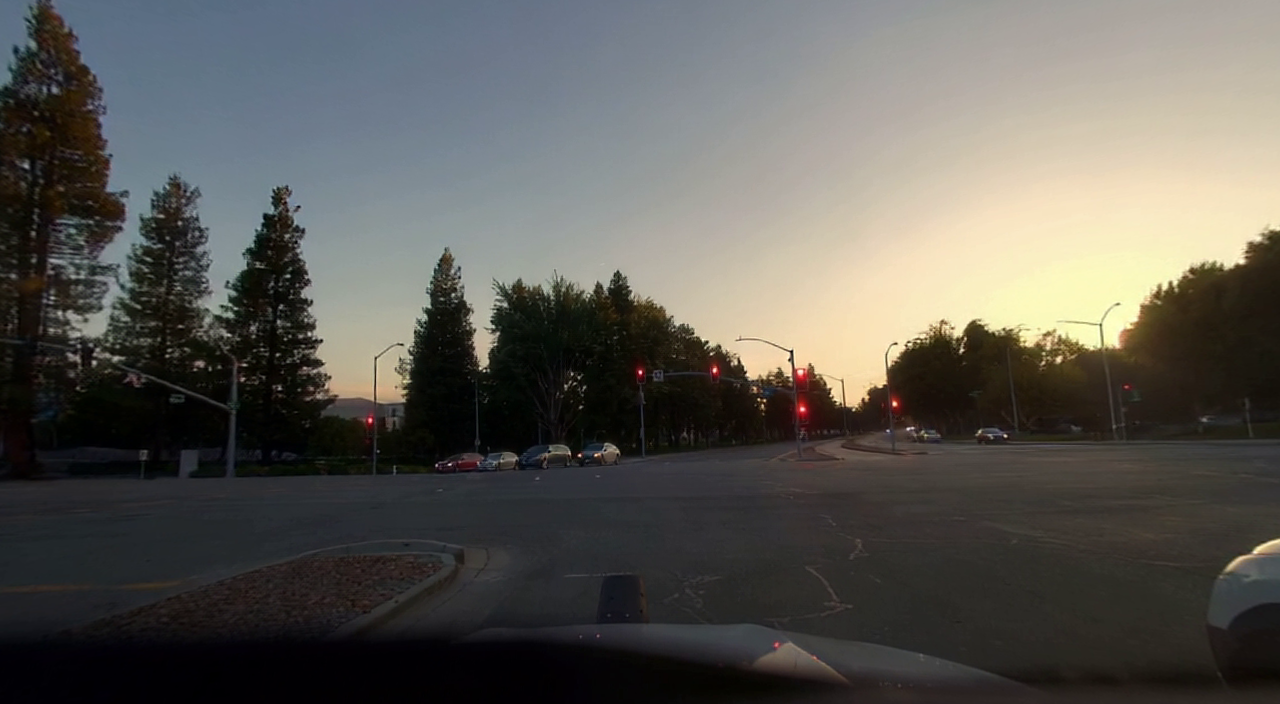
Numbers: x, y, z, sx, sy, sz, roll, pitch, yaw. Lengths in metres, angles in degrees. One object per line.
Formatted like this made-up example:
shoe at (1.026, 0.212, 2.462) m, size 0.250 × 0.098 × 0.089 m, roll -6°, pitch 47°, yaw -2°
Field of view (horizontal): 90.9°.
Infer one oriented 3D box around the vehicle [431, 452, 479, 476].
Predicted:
vehicle at (-13.395, 8.109, 45.975) m, size 2.101 × 1.637 × 4.304 m, roll 0°, pitch -9°, yaw 1°

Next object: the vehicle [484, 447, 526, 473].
vehicle at (-9.773, 7.829, 45.924) m, size 2.064 × 1.725 × 4.243 m, roll 0°, pitch -9°, yaw 1°

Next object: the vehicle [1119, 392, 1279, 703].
vehicle at (3.058, 0.619, 0.410) m, size 1.978 × 1.468 × 4.544 m, roll 0°, pitch -9°, yaw 1°

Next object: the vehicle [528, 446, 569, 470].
vehicle at (-6.564, 7.608, 45.504) m, size 2.126 × 1.657 × 4.307 m, roll -1°, pitch -9°, yaw 2°
